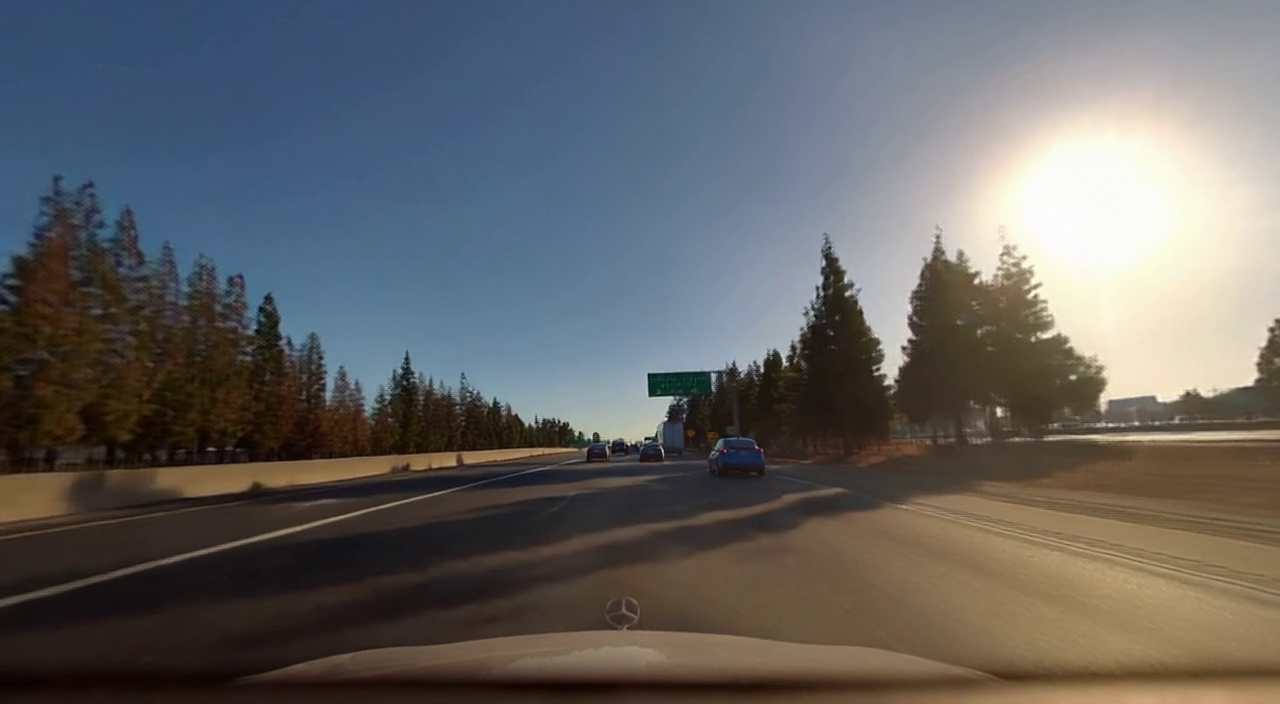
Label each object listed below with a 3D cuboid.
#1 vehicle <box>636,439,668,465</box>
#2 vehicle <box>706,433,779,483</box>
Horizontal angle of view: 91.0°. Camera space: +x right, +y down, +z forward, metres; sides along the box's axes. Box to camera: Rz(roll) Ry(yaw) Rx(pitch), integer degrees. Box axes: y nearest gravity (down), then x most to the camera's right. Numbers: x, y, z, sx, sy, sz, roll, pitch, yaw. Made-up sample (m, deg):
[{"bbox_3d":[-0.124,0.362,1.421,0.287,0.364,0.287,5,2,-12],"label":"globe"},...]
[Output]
[{"bbox_3d":[0.825,7.189,45.531,2.205,1.785,4.423,0,-8,0],"label":"vehicle"},{"bbox_3d":[3.838,4.063,24.374,2.082,1.720,4.393,0,-8,0],"label":"vehicle"}]
